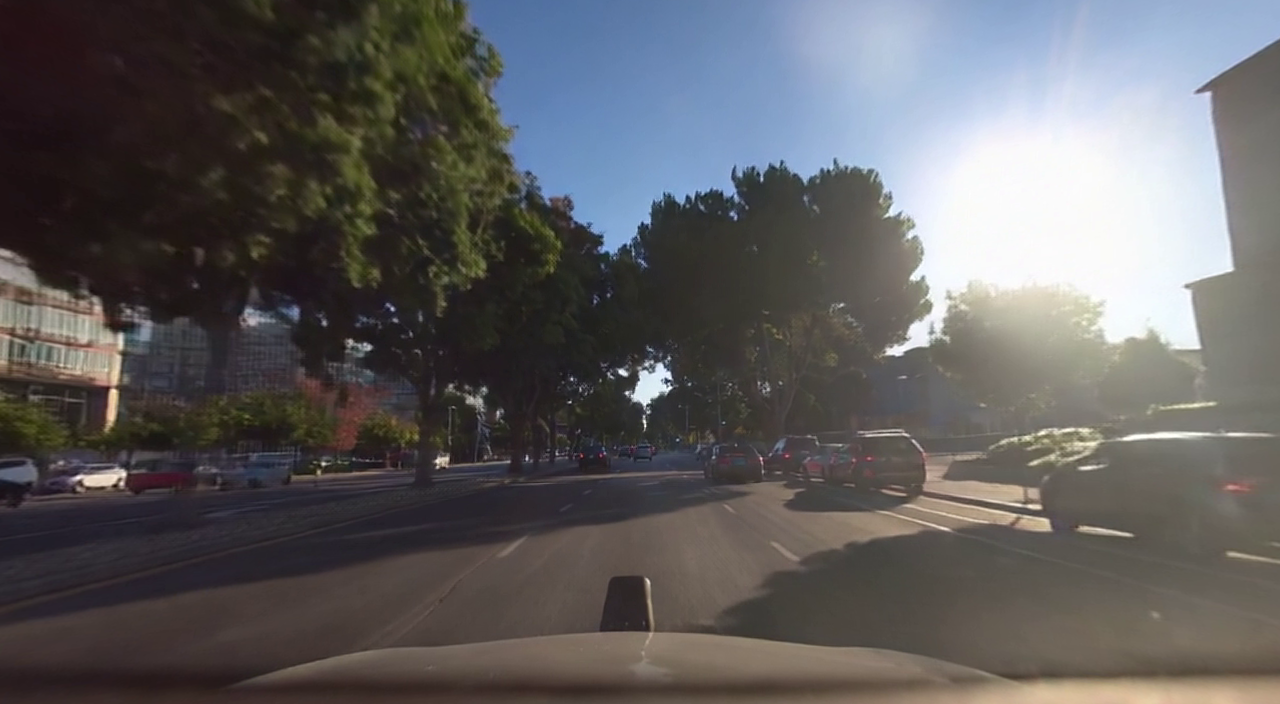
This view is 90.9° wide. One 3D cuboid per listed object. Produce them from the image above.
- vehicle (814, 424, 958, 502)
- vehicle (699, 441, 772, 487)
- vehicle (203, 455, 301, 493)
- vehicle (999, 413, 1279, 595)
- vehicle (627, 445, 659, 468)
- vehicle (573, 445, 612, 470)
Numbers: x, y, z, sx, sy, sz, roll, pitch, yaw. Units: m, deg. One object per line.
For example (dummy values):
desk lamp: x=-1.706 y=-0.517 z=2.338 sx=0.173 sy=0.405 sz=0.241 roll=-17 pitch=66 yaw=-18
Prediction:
vehicle: x=6.814 y=3.140 z=18.201 sx=2.215 sy=1.909 sz=4.875 roll=-1 pitch=-9 yaw=1
vehicle: x=3.398 y=4.088 z=23.326 sx=1.990 sy=1.486 sz=4.431 roll=0 pitch=-9 yaw=0
vehicle: x=-18.735 y=5.888 z=30.719 sx=1.864 sy=1.458 sz=4.598 roll=-5 pitch=-9 yaw=0
vehicle: x=6.794 y=1.689 z=7.853 sx=2.072 sy=1.631 sz=4.246 roll=0 pitch=-9 yaw=0
vehicle: x=0.230 y=7.165 z=43.496 sx=2.101 sy=1.480 sz=3.929 roll=-1 pitch=-9 yaw=2
vehicle: x=-3.039 y=6.846 z=41.142 sx=2.082 sy=1.467 sz=4.379 roll=-1 pitch=-9 yaw=1
